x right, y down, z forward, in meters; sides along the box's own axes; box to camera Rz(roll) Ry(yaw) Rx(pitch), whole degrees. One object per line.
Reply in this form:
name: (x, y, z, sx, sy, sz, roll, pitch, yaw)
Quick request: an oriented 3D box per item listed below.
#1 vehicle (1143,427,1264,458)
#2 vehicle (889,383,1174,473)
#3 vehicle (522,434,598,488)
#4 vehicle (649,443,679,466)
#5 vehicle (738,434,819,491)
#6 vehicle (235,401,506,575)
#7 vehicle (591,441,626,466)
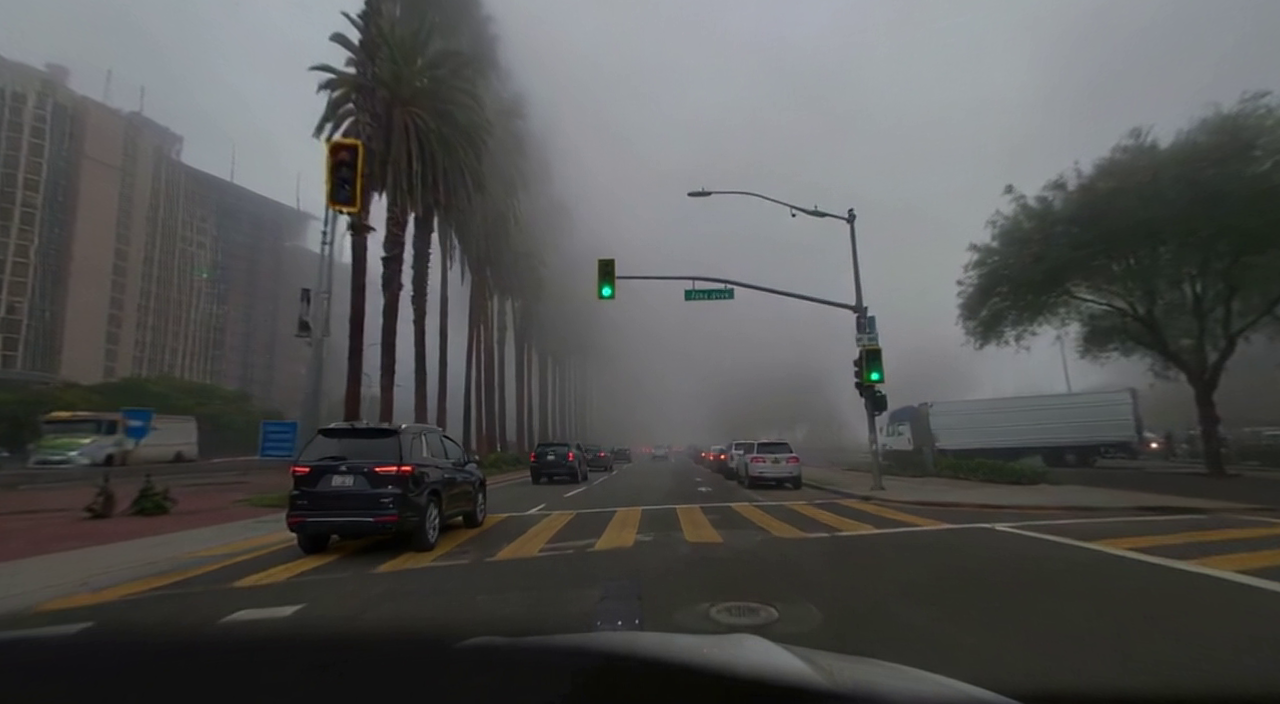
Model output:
vehicle: (32.479, 5.282, 36.441, 1.994, 1.685, 4.655, 3, -10, -21)
vehicle: (17.341, 3.703, 28.768, 10.428, 3.452, 2.869, -8, -12, 39)
vehicle: (-2.787, 3.931, 22.972, 2.014, 1.740, 4.392, 0, -9, 3)
vehicle: (1.683, 7.142, 43.898, 2.036, 1.461, 3.890, 0, -9, 2)
vehicle: (4.706, 3.837, 22.164, 1.965, 1.735, 4.835, 0, -9, 3)
vehicle: (-3.281, 1.749, 8.766, 1.800, 1.797, 4.224, 0, -9, 1)
vehicle: (-2.087, 6.867, 42.655, 1.955, 1.637, 4.243, 0, -9, 3)
